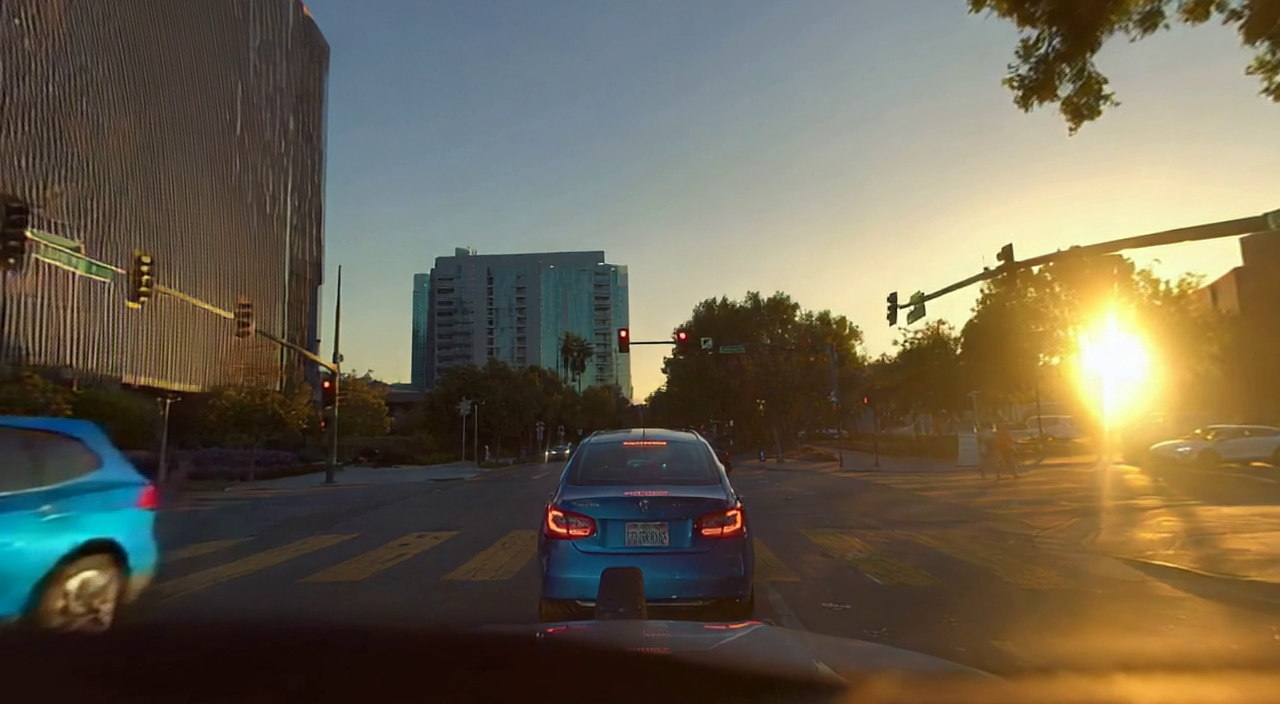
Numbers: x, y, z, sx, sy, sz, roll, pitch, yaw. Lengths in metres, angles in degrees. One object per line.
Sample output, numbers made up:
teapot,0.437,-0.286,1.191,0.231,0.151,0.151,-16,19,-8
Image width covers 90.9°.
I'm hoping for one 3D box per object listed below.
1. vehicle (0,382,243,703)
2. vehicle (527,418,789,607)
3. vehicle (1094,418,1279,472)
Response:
vehicle,-4.465,1.014,3.148,2.006,1.756,4.599,0,-8,-1
vehicle,-0.143,1.653,7.492,1.893,1.532,4.145,2,-9,-16
vehicle,19.122,3.270,22.220,4.675,1.772,1.945,0,-8,0
